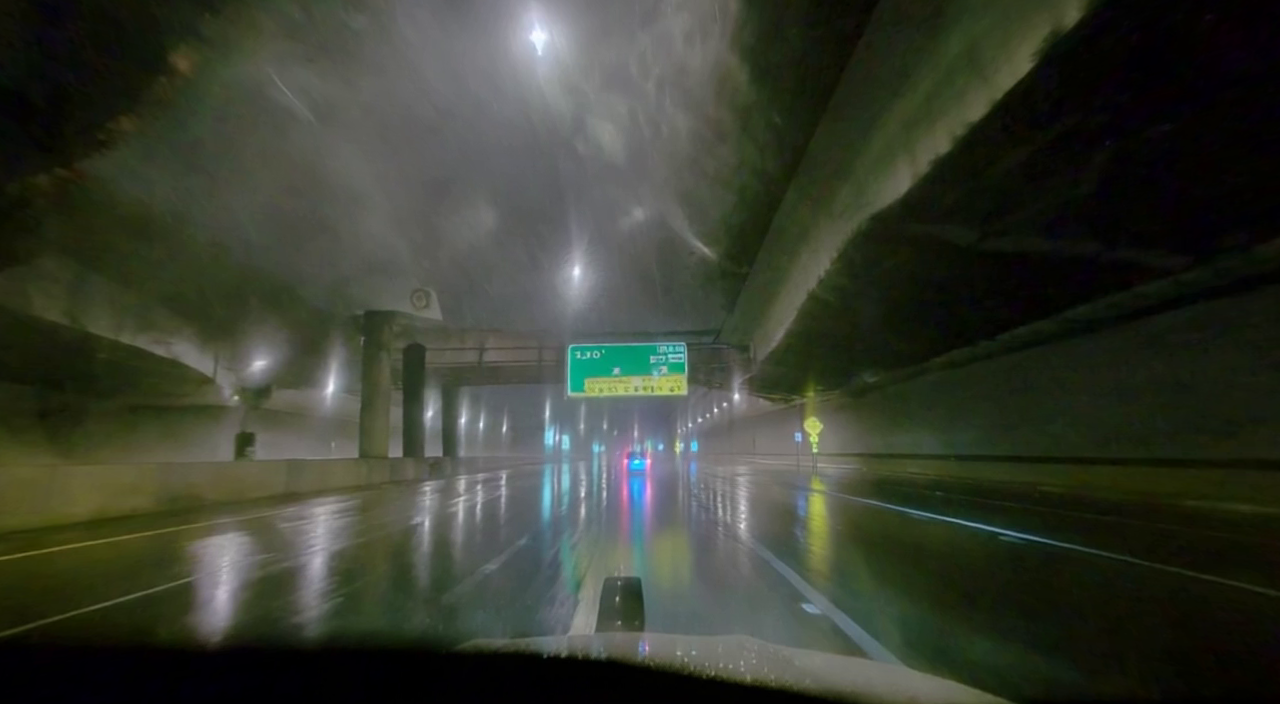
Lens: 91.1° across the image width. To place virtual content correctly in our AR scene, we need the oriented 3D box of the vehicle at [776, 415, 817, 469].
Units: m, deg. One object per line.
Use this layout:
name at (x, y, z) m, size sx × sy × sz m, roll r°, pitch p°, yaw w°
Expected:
vehicle at (11.056, 6.414, 44.546) m, size 2.135 × 3.652 × 2.845 m, roll -1°, pitch -9°, yaw 2°

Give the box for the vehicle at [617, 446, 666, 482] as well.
vehicle at (-0.007, 5.067, 28.813) m, size 2.055 × 1.501 × 4.321 m, roll 0°, pitch -9°, yaw -2°
